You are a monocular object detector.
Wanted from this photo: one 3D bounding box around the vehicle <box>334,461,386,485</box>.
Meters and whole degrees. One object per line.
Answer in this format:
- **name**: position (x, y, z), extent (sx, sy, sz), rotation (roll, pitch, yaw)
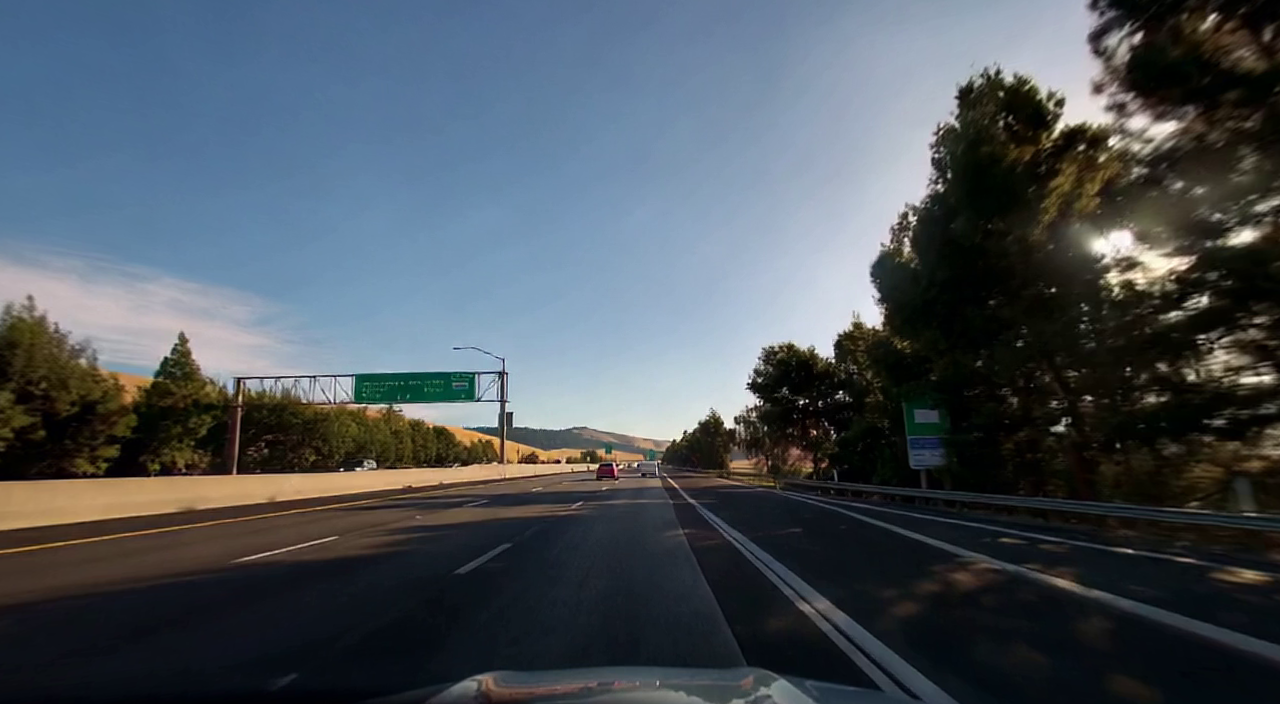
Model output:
- **vehicle**: position (-22.056, 9.549, 49.832), extent (1.906, 1.774, 4.441), rotation (0, -10, 2)
